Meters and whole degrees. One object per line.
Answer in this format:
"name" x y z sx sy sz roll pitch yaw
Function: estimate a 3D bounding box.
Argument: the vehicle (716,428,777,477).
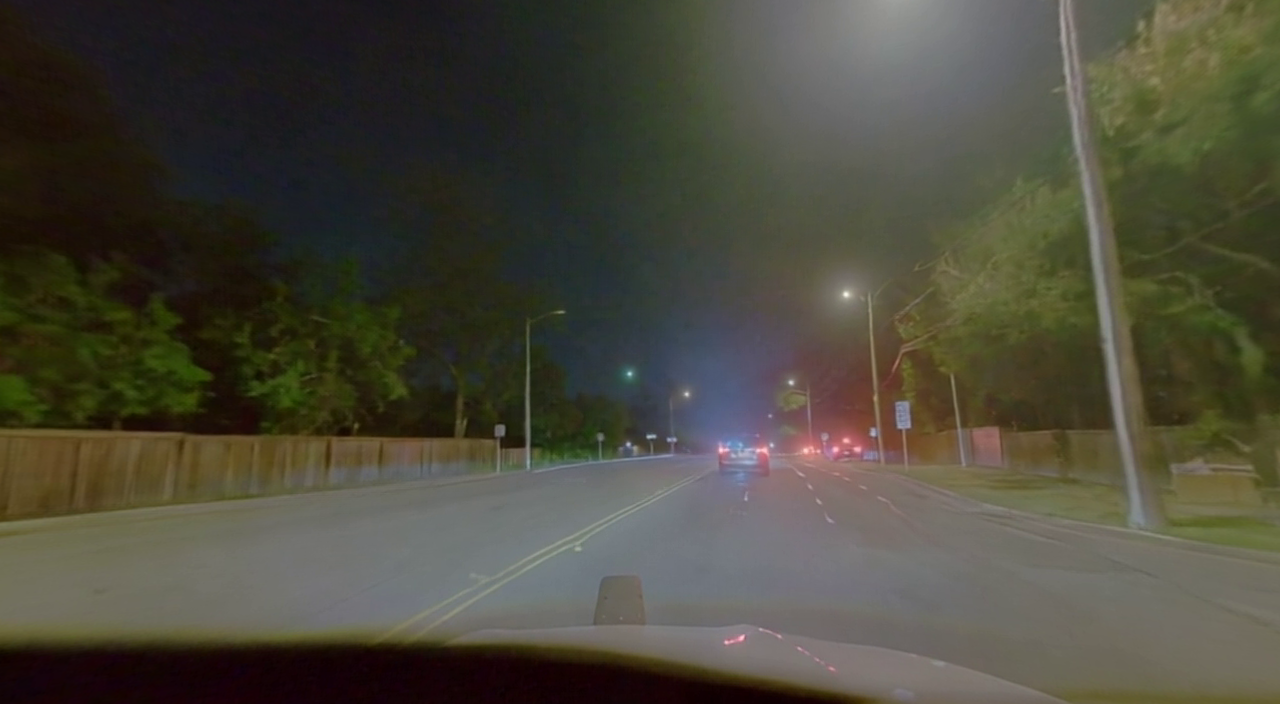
"vehicle" 4.394 4.110 26.048 2.230 1.827 4.580 -1 -8 10
